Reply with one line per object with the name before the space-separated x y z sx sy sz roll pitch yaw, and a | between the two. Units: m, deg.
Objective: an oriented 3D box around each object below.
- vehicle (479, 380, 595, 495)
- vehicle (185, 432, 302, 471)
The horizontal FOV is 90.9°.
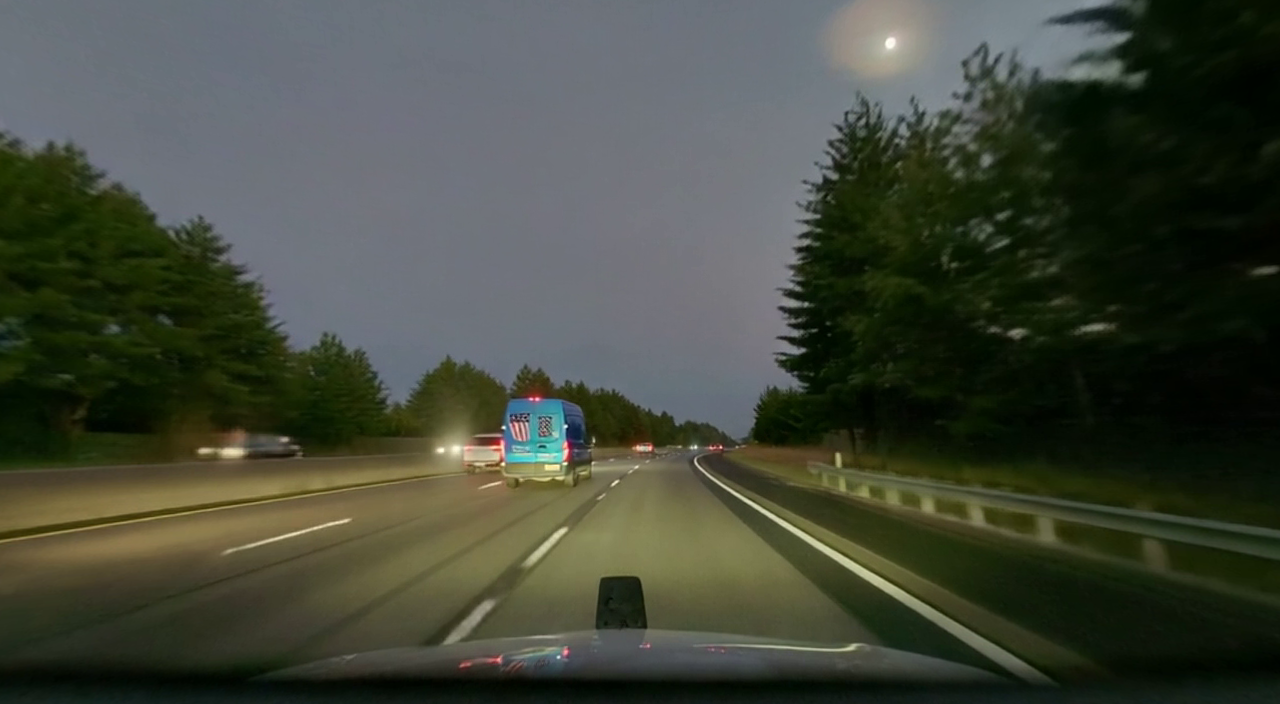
vehicle | -2.819 2.572 18.860 2.319 2.883 5.632 0 -8 2
vehicle | -20.016 5.067 32.232 2.319 1.830 5.373 -1 -9 3
